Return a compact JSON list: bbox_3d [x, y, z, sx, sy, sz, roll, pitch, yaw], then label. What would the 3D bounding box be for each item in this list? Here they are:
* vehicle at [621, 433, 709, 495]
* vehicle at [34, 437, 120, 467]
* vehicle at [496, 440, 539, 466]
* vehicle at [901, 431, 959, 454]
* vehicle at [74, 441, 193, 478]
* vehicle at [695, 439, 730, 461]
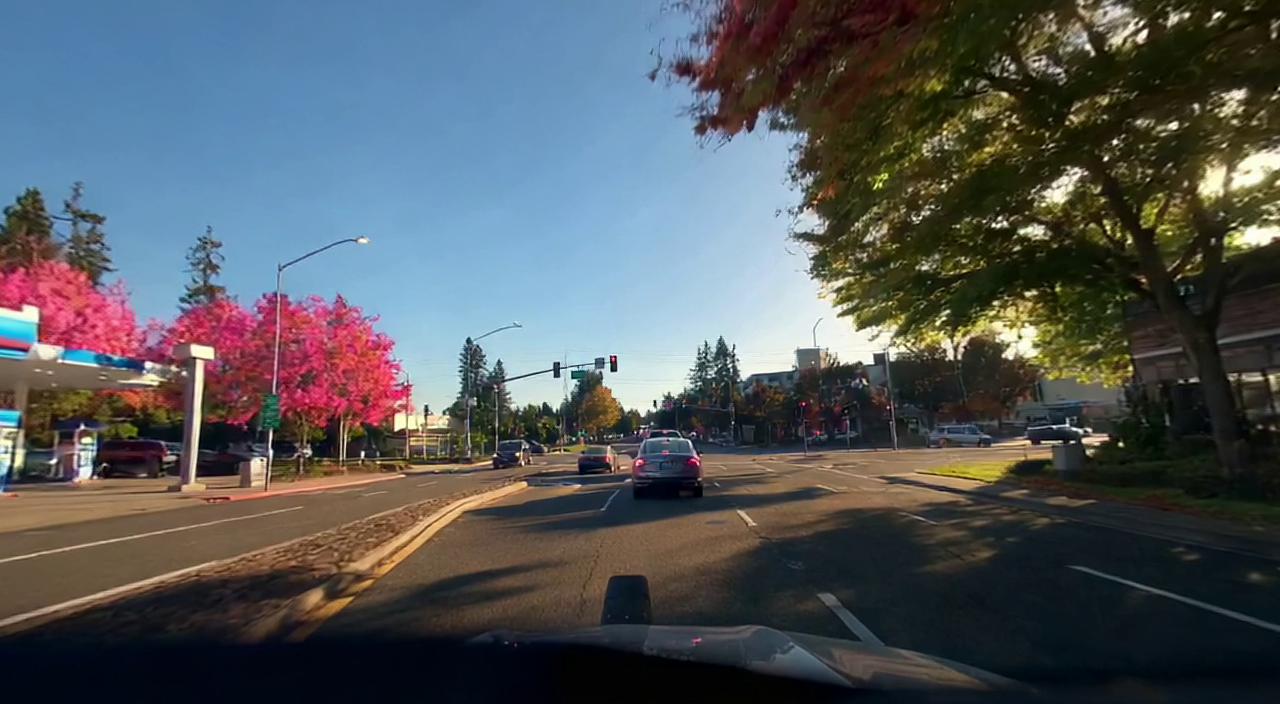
[{"bbox_3d":[0.694,3.004,17.302,2.112,1.482,4.057,0,-8,3],"label":"vehicle"},{"bbox_3d":[-36.793,6.542,41.235,4.099,1.638,2.009,-4,-6,9],"label":"vehicle"},{"bbox_3d":[-8.257,6.839,42.894,2.108,1.671,4.535,0,-8,-2],"label":"vehicle"},{"bbox_3d":[20.515,6.400,44.562,4.091,1.495,2.053,7,-11,-39],"label":"vehicle"},{"bbox_3d":[-26.843,5.663,33.641,1.946,1.816,4.792,-1,-8,7],"label":"vehicle"},{"bbox_3d":[5.154,6.996,45.179,2.047,1.470,4.251,0,-8,1],"label":"vehicle"}]
